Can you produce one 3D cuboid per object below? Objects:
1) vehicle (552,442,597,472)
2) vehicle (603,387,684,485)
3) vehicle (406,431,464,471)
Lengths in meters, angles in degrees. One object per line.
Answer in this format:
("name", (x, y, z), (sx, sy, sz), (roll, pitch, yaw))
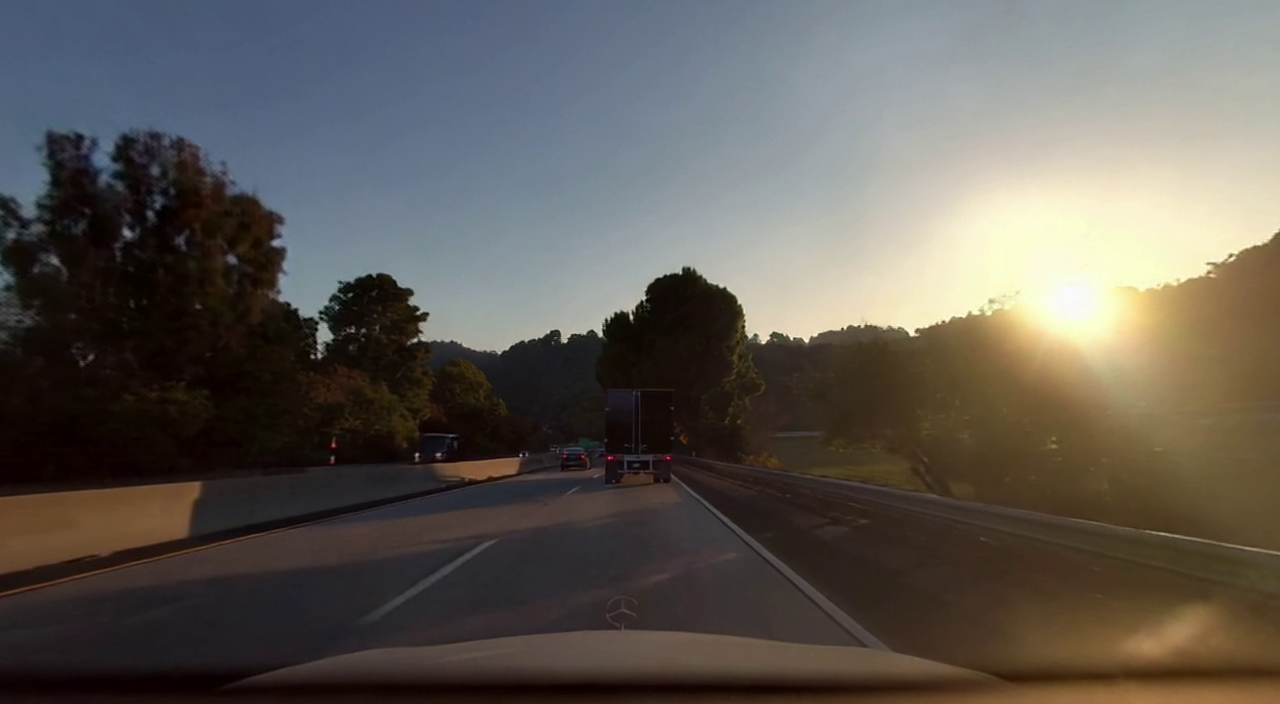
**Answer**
("vehicle", (-3.789, 6.201, 37.414), (2.160, 1.661, 4.388), (0, -9, 1))
("vehicle", (0.030, 3.676, 27.134), (2.913, 3.530, 8.648), (0, -9, -1))
("vehicle", (-14.988, 7.287, 46.535), (2.288, 2.708, 5.765), (0, -9, 0))
